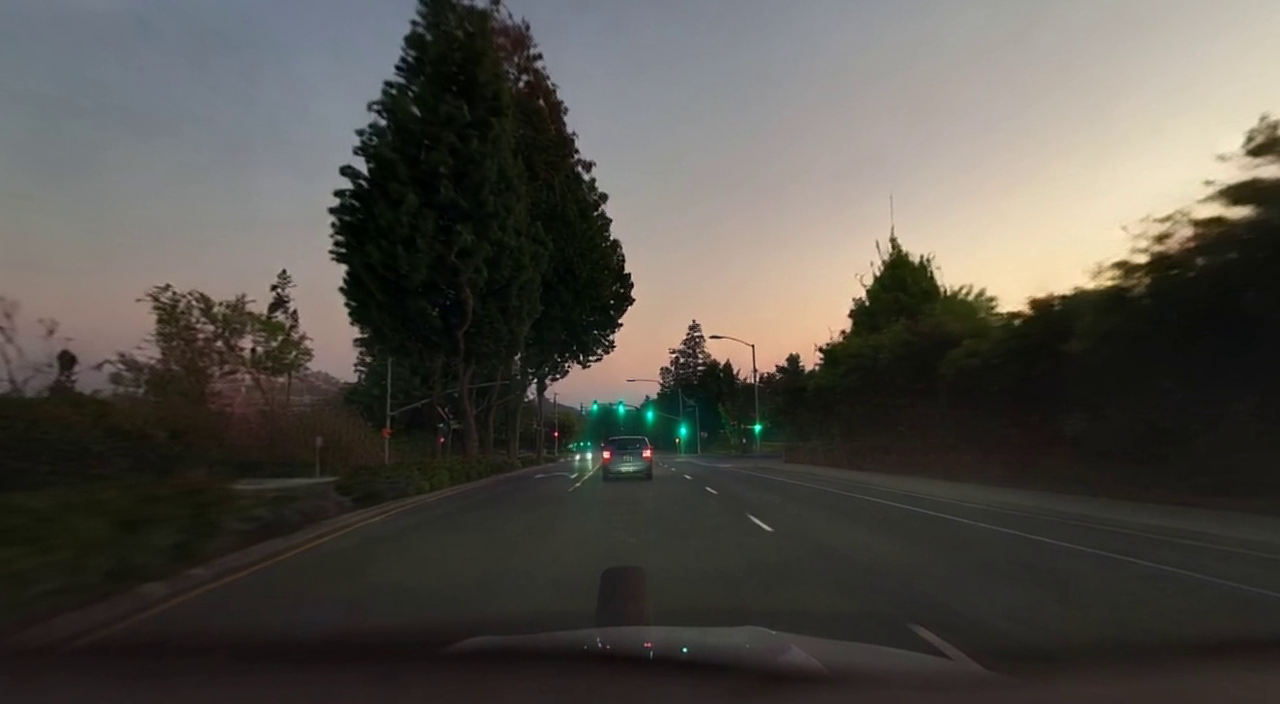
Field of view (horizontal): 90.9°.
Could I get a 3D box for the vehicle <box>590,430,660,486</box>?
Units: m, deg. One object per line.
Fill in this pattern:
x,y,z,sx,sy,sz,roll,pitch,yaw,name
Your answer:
-0.513,3.648,21.994,2.192,1.734,4.176,0,-9,-1,vehicle
